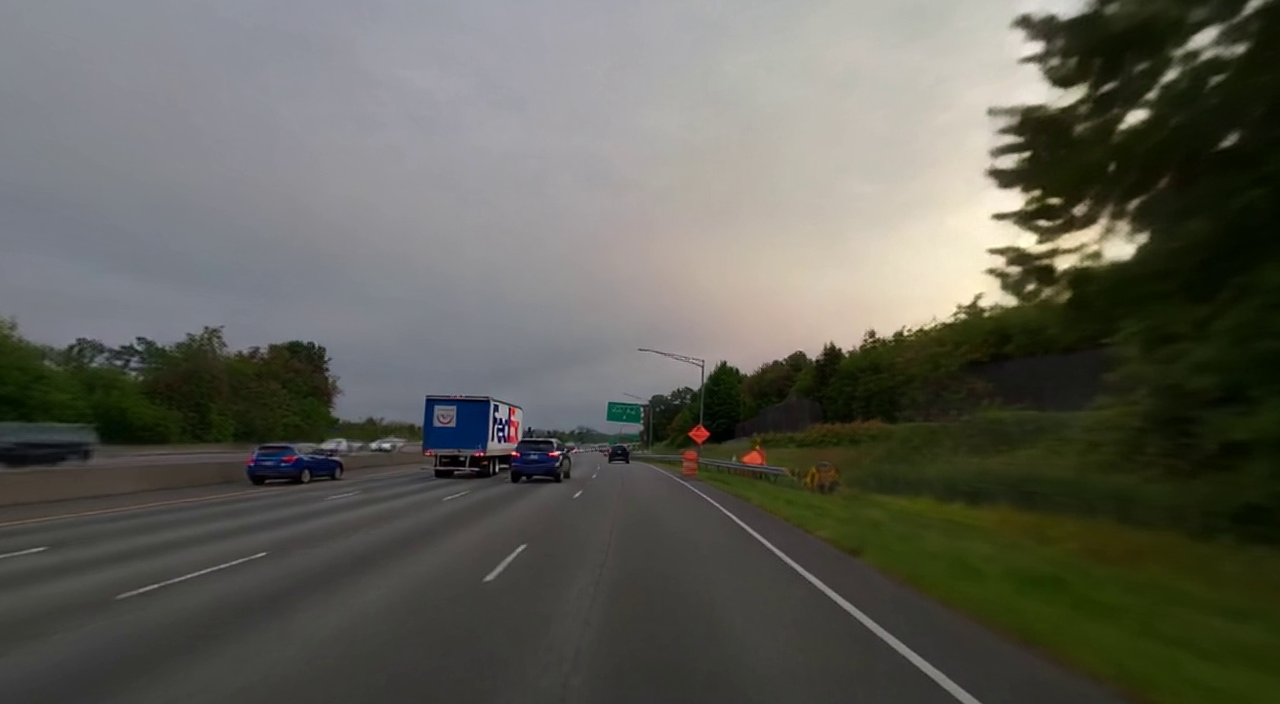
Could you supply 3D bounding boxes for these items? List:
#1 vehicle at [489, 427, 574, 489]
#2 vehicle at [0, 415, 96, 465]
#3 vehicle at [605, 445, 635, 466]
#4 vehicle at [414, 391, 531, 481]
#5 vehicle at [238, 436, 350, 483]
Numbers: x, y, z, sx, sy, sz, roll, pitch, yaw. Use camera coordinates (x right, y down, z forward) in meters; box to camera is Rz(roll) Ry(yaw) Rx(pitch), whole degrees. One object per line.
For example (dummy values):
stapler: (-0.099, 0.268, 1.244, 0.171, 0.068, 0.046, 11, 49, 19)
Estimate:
vehicle: (-3.602, 3.640, 21.946, 2.170, 1.886, 4.628, 0, -9, -1)
vehicle: (-26.712, 3.766, 26.785, 2.229, 1.969, 5.765, 0, -9, -2)
vehicle: (-1.510, 7.603, 46.647, 2.043, 1.489, 3.839, 1, -9, -4)
vehicle: (-6.823, 3.710, 27.343, 2.870, 3.266, 8.589, 0, -9, -1)
vehicle: (-13.604, 4.256, 25.213, 2.018, 1.668, 4.409, 0, -9, -1)
